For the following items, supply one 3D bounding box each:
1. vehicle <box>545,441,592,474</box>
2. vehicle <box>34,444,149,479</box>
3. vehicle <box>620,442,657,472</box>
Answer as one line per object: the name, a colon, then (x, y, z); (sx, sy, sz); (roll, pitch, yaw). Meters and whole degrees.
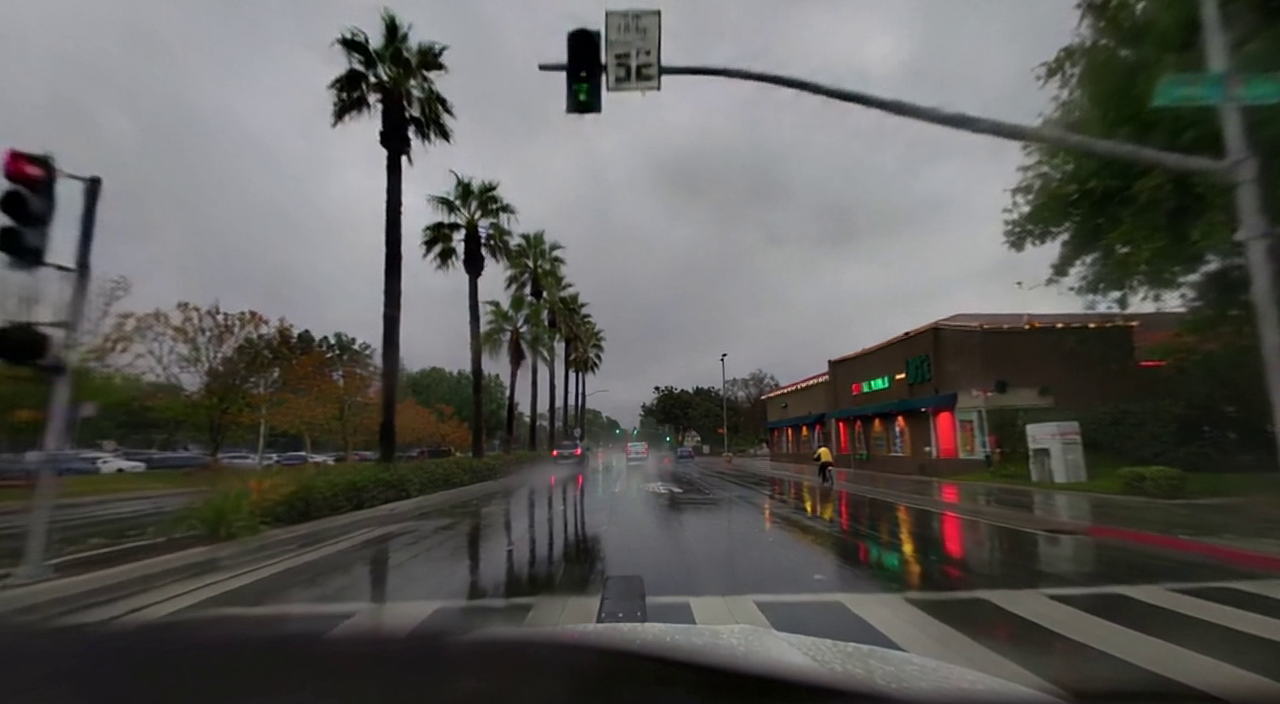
vehicle: (-3.926, 5.912, 35.607); (2.071, 1.744, 4.500); (0, -9, 1)
vehicle: (-34.457, 6.885, 39.762); (5.109, 2.014, 2.269); (-2, -10, 2)
vehicle: (-0.117, 6.237, 37.712); (2.102, 1.653, 3.698); (0, -9, -1)
